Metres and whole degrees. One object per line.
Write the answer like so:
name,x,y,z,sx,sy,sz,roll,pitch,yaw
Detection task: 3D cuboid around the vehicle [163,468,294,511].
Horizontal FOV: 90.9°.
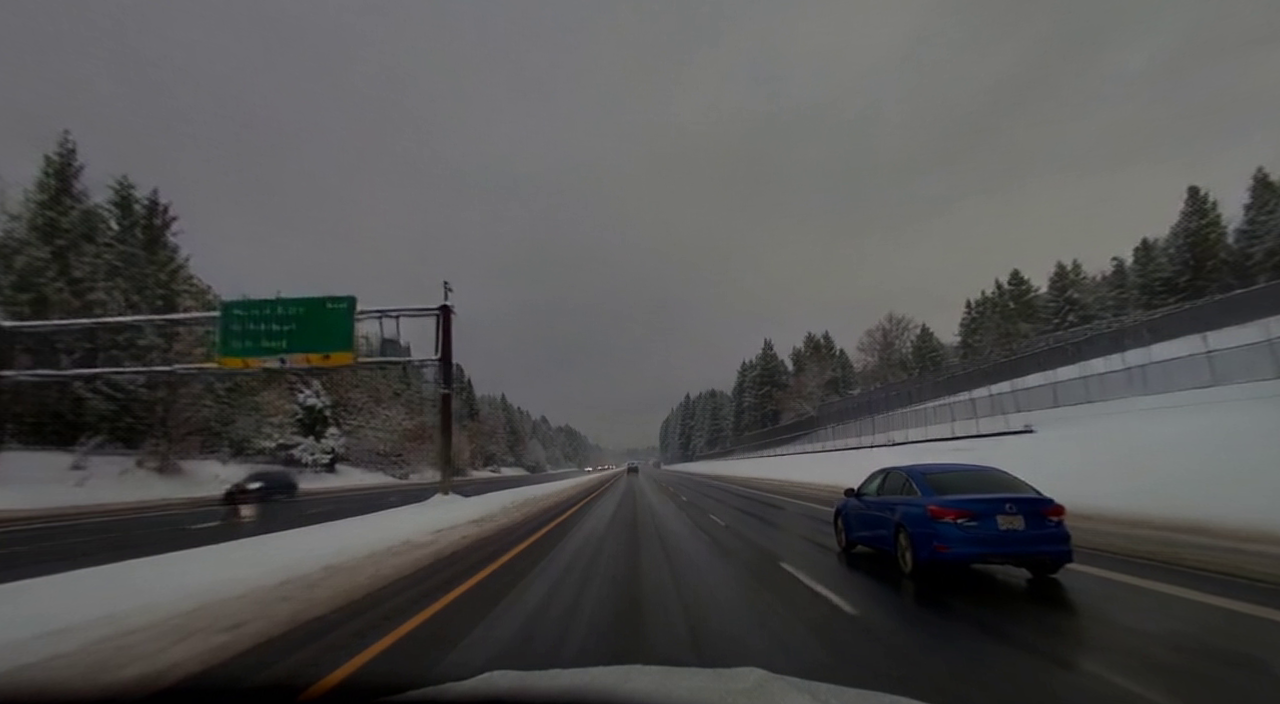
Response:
vehicle,-15.301,5.125,23.773,1.930,1.436,4.372,1,-11,1

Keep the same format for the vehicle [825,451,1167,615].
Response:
vehicle,3.966,2.091,8.026,1.938,1.494,4.032,1,-11,-1

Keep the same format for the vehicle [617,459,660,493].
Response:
vehicle,-0.063,6.330,32.227,2.037,1.605,3.833,1,-11,0
